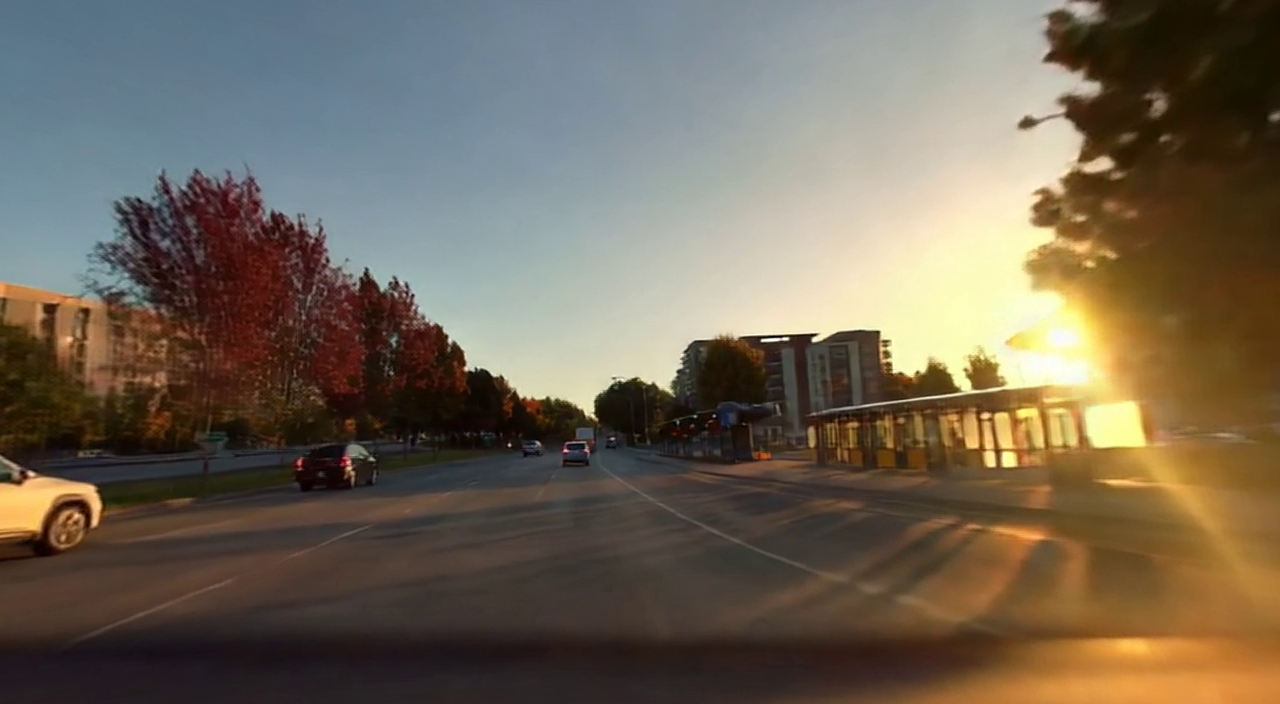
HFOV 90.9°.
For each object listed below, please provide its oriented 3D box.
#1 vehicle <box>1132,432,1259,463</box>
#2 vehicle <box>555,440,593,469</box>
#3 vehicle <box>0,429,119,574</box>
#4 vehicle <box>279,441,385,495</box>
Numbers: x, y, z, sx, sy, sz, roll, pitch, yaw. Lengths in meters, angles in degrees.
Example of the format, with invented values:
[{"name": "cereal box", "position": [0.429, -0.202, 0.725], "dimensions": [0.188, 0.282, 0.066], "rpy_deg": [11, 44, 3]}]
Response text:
[{"name": "vehicle", "position": [28.344, 4.893, 32.411], "dimensions": [1.896, 1.459, 4.611], "rpy_deg": [1, -8, -10]}, {"name": "vehicle", "position": [-4.344, 6.702, 41.466], "dimensions": [2.345, 1.803, 4.261], "rpy_deg": [1, -8, -6]}, {"name": "vehicle", "position": [-8.757, 1.732, 7.047], "dimensions": [2.181, 1.728, 4.515], "rpy_deg": [0, -8, -4]}, {"name": "vehicle", "position": [-11.366, 4.263, 23.695], "dimensions": [2.097, 1.782, 4.682], "rpy_deg": [1, -8, -7]}]
